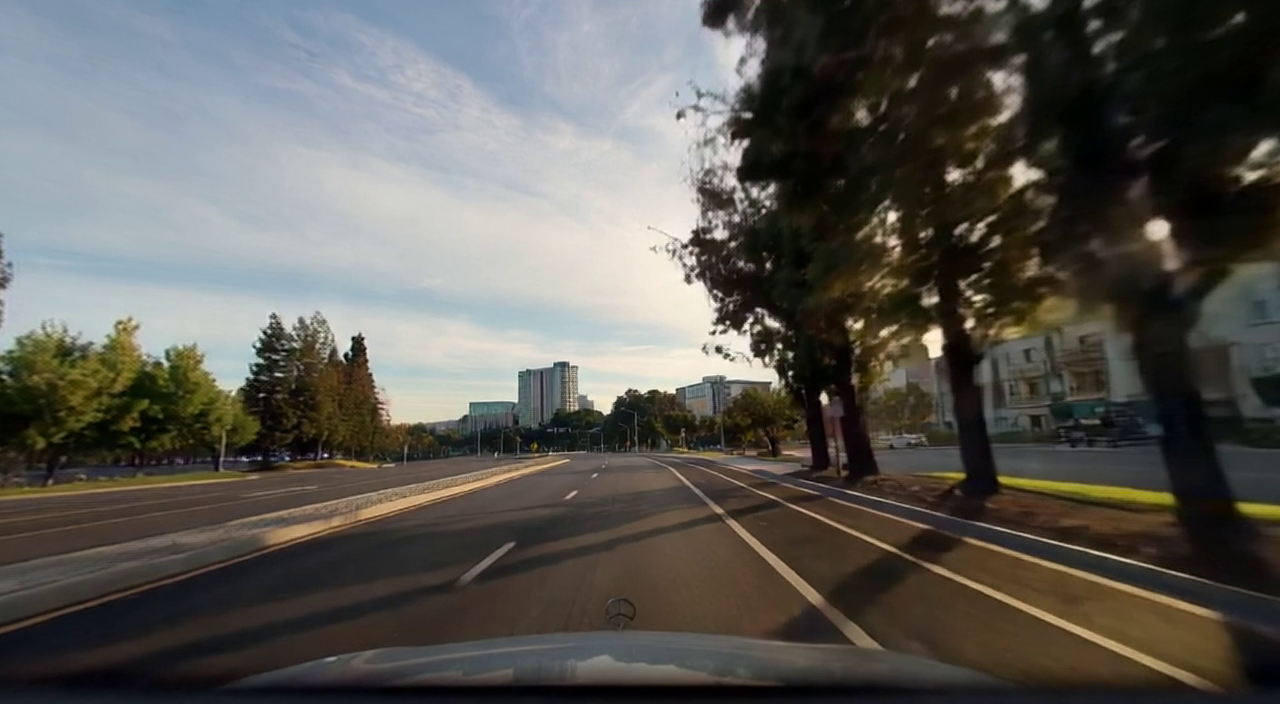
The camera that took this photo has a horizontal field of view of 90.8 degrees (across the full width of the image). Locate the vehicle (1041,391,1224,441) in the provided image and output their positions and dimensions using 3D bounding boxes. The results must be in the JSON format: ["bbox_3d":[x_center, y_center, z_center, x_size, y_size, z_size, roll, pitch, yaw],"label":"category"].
[{"bbox_3d":[29.319,3.893,37.850,8.483,2.834,2.843,0,-8,-1],"label":"vehicle"}]
